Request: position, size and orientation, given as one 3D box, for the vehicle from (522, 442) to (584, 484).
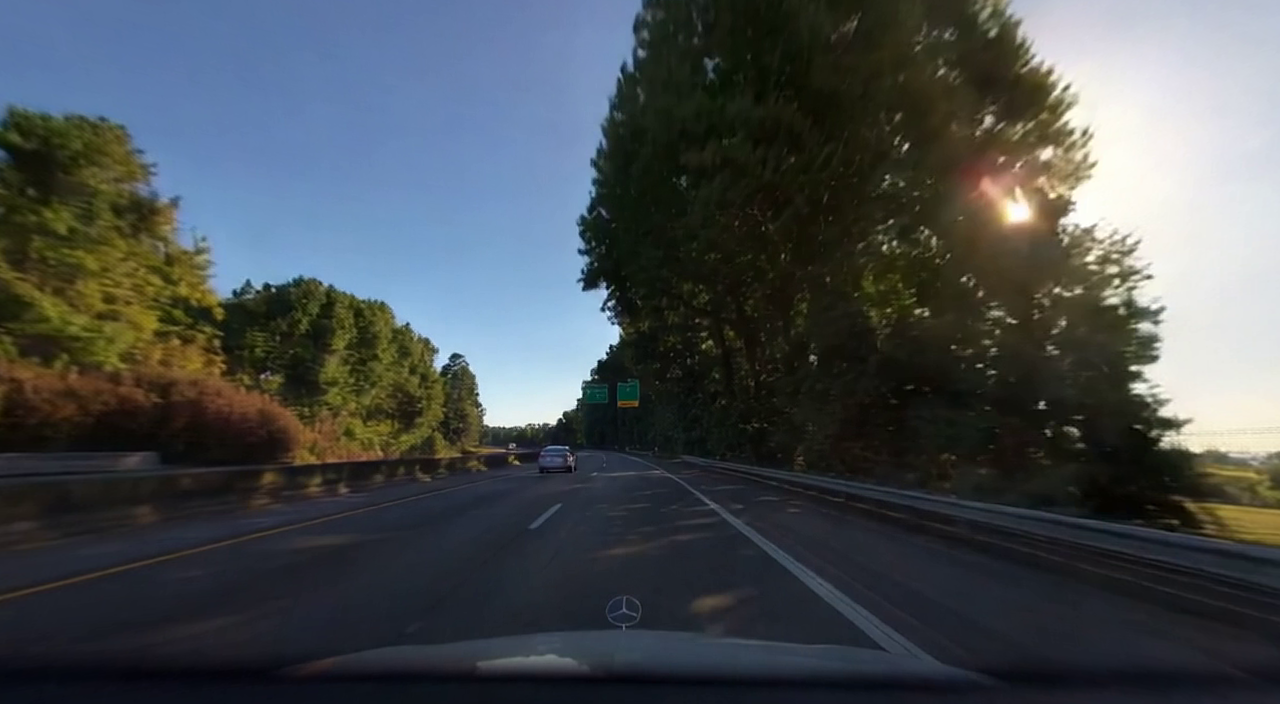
[{"bbox_3d":[-3.446,4.457,25.572,1.990,1.532,3.911,0,-9,-1],"label":"vehicle"}]
